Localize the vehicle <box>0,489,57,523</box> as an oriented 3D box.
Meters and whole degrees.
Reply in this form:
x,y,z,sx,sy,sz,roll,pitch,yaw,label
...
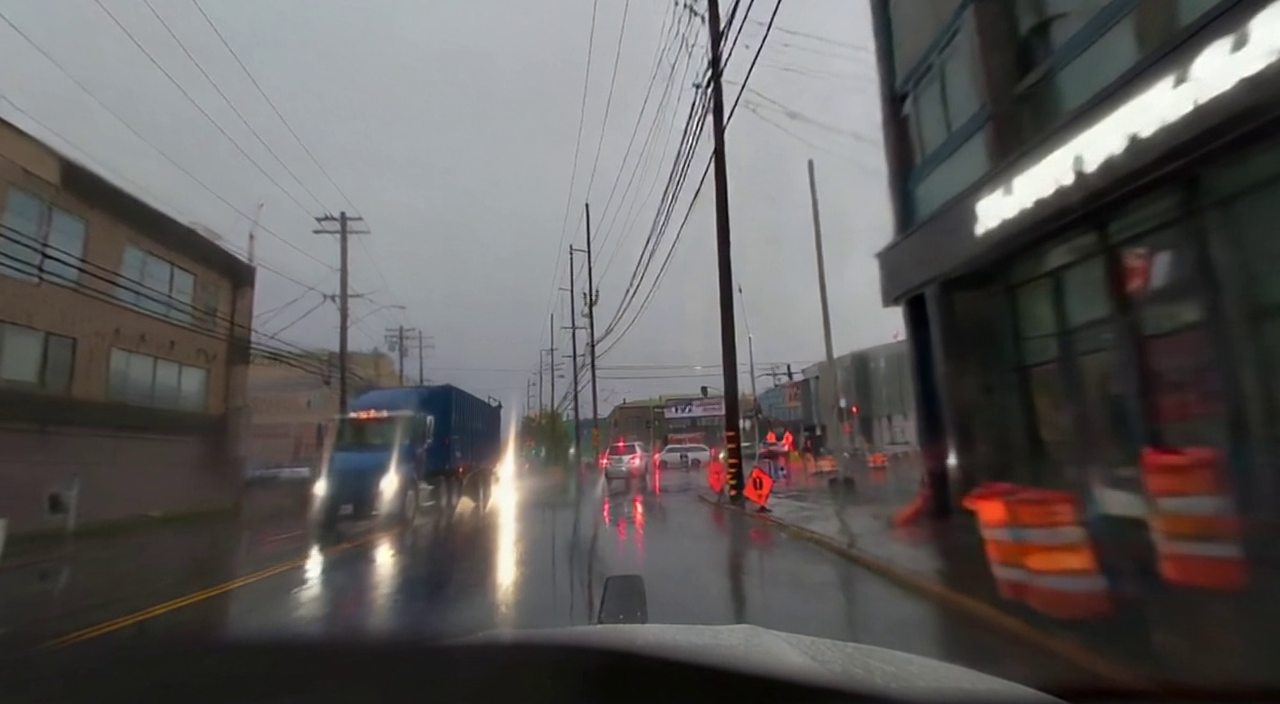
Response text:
x,y,z,sx,sy,sz,roll,pitch,yaw,label
-33.945,8.239,33.562,4.180,1.547,1.913,-4,-8,4,vehicle

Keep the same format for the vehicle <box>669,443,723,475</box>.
x,y,z,sx,sy,sz,roll,pitch,yaw,label
3.746,6.929,41.272,2.206,1.911,5.548,-3,-9,19,vehicle

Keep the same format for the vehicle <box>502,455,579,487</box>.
x,y,z,sx,sy,sz,roll,pitch,yaw,label
-5.340,6.465,34.639,2.103,1.526,4.743,-3,-9,20,vehicle

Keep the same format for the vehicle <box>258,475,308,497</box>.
x,y,z,sx,sy,sz,roll,pitch,yaw,label
-26.282,9.868,46.615,1.817,1.456,4.079,0,-11,-9,vehicle

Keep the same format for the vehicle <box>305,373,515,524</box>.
x,y,z,sx,sy,sz,roll,pitch,yaw,label
-6.902,3.266,21.570,3.007,3.800,11.011,0,-9,0,vehicle

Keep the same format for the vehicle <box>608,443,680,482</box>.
x,y,z,sx,sy,sz,roll,pitch,yaw,label
0.313,5.729,33.059,2.256,1.859,5.118,-3,-9,19,vehicle
